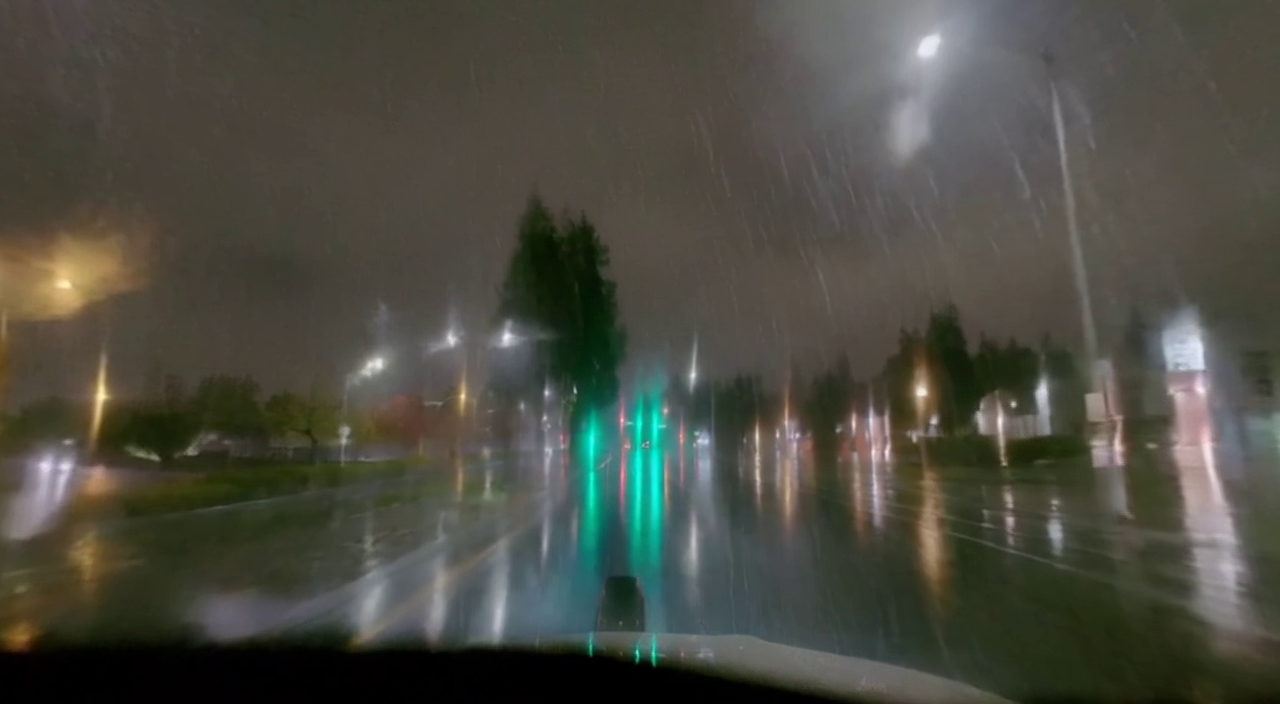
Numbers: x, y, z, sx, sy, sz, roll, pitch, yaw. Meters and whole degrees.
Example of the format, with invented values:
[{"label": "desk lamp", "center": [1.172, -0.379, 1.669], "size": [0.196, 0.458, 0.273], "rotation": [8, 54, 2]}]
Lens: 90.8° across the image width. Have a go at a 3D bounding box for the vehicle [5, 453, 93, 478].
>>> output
[{"label": "vehicle", "center": [-42.777, 8.216, 45.786], "size": [4.185, 1.671, 1.973], "rotation": [0, -9, -6]}]
